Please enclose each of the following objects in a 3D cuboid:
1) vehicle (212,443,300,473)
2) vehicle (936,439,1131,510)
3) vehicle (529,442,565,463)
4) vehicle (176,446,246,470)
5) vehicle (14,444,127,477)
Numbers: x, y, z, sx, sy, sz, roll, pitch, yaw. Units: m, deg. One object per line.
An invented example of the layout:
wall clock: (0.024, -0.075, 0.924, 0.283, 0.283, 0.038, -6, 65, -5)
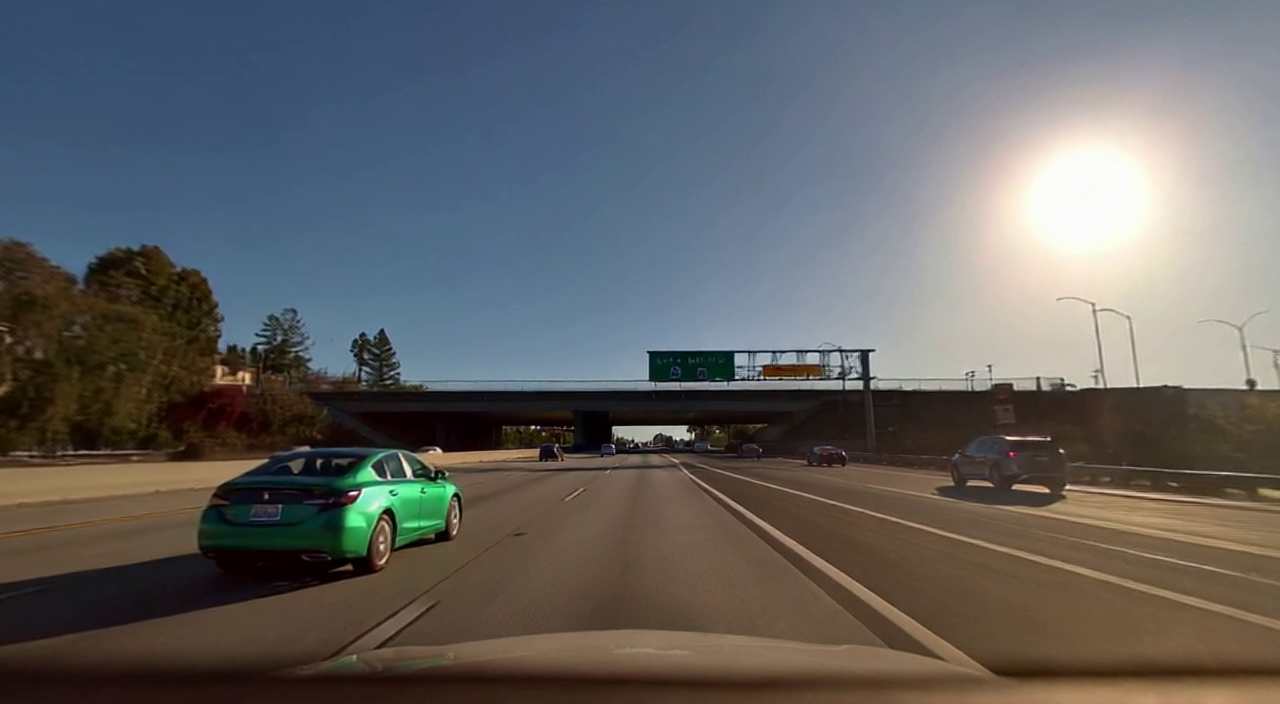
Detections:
vehicle: (-21.477, 5.928, 35.518, 1.991, 1.538, 4.561, 0, -8, 1)
vehicle: (9.488, 2.953, 15.732, 2.000, 1.515, 4.188, 0, -8, -3)
vehicle: (-7.062, 7.677, 48.316, 1.987, 1.486, 4.174, 0, -8, 1)
vehicle: (-31.933, 7.869, 47.143, 1.884, 1.678, 4.414, -1, -8, 4)
vehicle: (-36.047, 6.853, 40.181, 2.029, 1.911, 5.328, -1, -8, 3)
